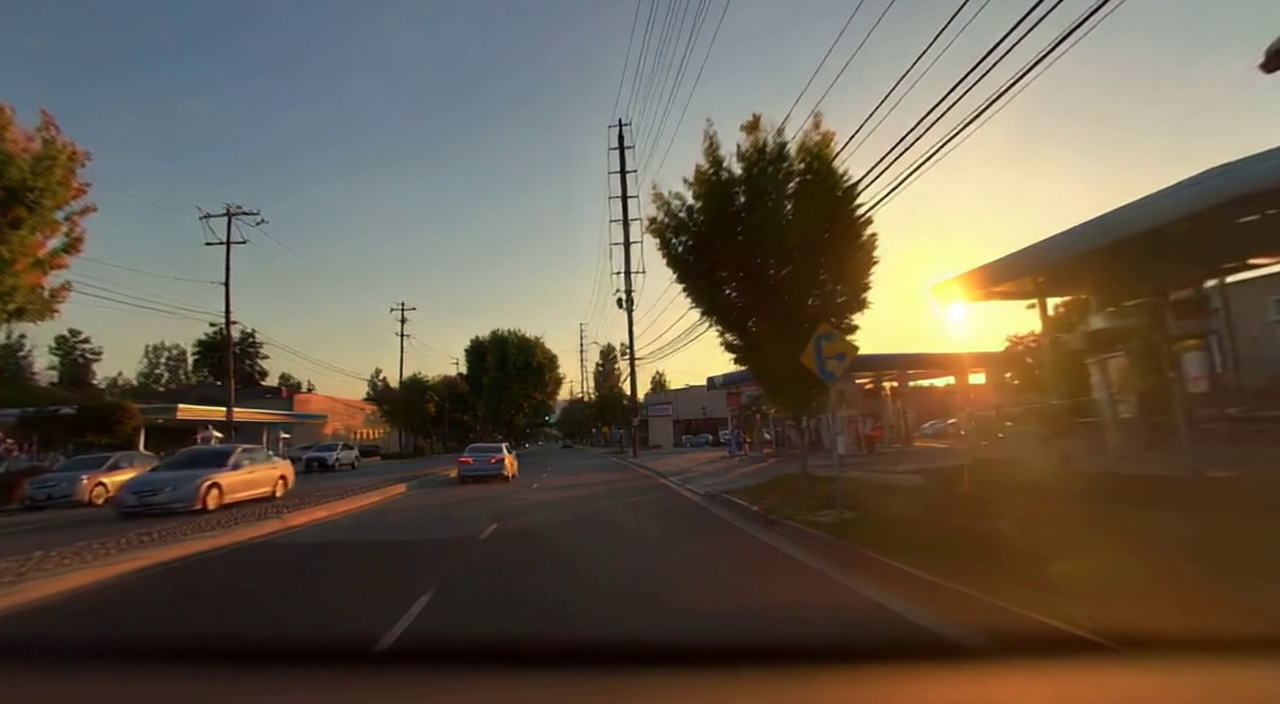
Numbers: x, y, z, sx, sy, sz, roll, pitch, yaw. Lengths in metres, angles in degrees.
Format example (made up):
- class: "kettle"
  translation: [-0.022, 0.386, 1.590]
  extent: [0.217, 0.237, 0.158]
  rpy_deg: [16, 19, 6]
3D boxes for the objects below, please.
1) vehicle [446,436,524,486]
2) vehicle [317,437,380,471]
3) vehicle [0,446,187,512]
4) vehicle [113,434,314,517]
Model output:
- class: "vehicle"
  translation: [-5.188, 3.665, 21.621]
  extent: [2.073, 1.525, 3.968]
  rpy_deg: [1, -8, -7]
- class: "vehicle"
  translation: [-19.938, 6.939, 43.396]
  extent: [2.353, 2.144, 4.847]
  rpy_deg: [0, -8, -5]
- class: "vehicle"
  translation: [-17.292, 3.945, 20.253]
  extent: [2.276, 1.760, 4.779]
  rpy_deg: [0, -8, -6]
- class: "vehicle"
  translation: [-9.932, 2.850, 15.249]
  extent: [2.129, 1.655, 4.442]
  rpy_deg: [1, -8, -7]
